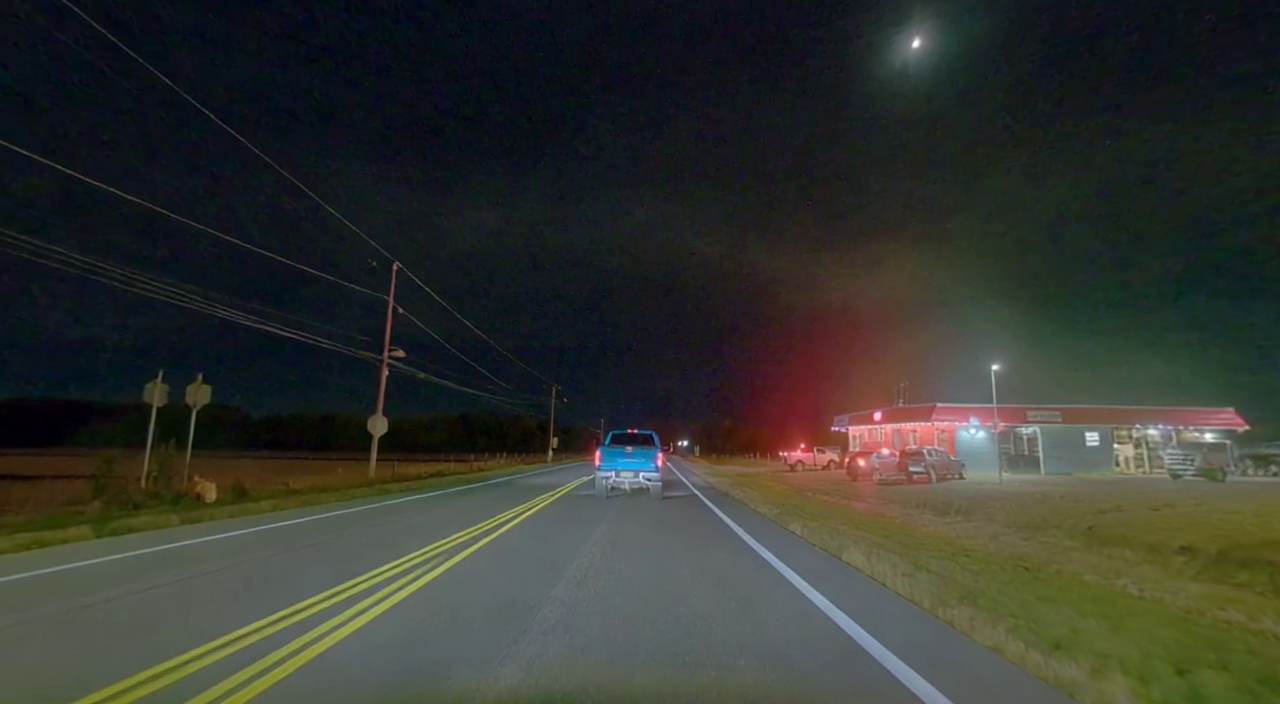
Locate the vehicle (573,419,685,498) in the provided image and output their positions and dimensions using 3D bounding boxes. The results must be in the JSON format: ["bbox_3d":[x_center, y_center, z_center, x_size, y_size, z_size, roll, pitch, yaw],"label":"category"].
[{"bbox_3d":[-0.272,3.322,20.195,2.921,2.031,7.416,0,-8,0],"label":"vehicle"}]

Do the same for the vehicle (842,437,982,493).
[{"bbox_3d":[11.267,4.607,26.027,5.776,1.936,2.535,7,-8,-34],"label":"vehicle"}]

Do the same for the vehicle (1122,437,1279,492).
[{"bbox_3d":[22.000,4.257,24.096,5.246,1.981,2.054,-2,-9,9],"label":"vehicle"}]

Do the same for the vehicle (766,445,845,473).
[{"bbox_3d":[11.263,7.182,42.883,5.304,1.754,2.340,6,-11,-37],"label":"vehicle"}]
